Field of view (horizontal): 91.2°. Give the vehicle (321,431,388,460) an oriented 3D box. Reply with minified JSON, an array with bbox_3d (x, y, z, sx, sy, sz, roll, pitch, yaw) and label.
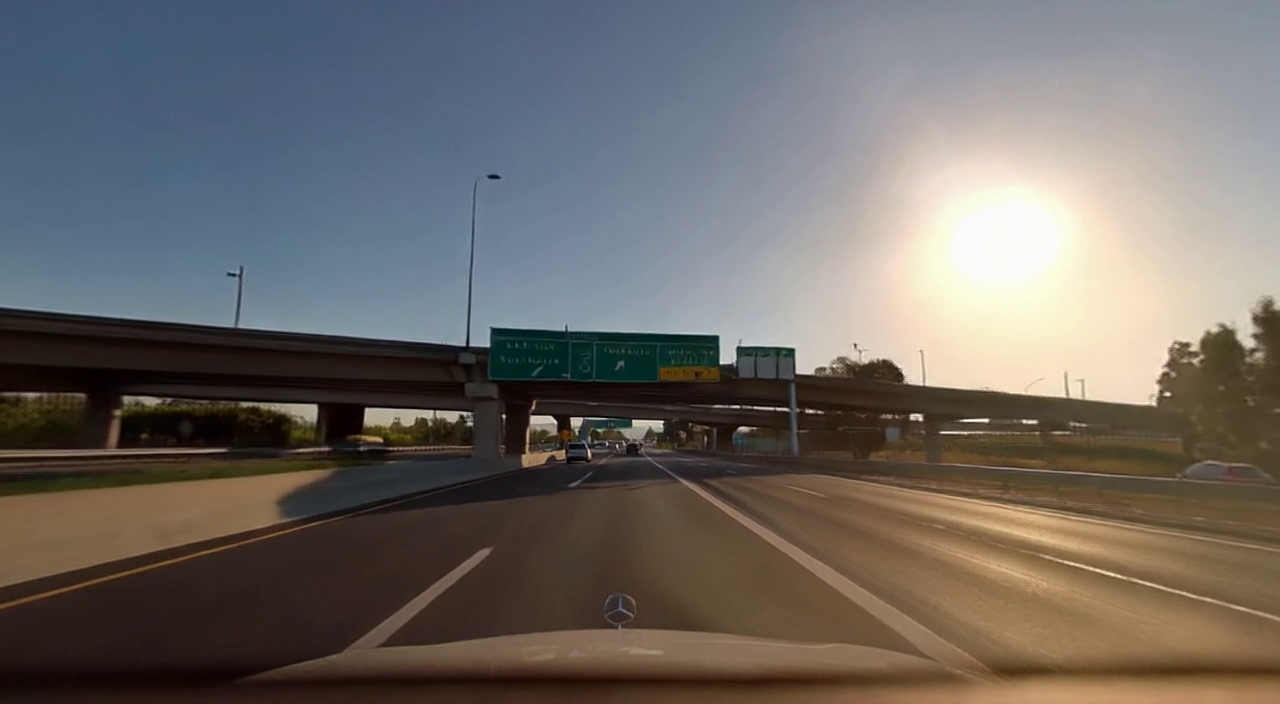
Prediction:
[{"bbox_3d":[-16.504,5.443,36.447,1.978,1.530,4.057,0,-9,-1],"label":"vehicle"}]
